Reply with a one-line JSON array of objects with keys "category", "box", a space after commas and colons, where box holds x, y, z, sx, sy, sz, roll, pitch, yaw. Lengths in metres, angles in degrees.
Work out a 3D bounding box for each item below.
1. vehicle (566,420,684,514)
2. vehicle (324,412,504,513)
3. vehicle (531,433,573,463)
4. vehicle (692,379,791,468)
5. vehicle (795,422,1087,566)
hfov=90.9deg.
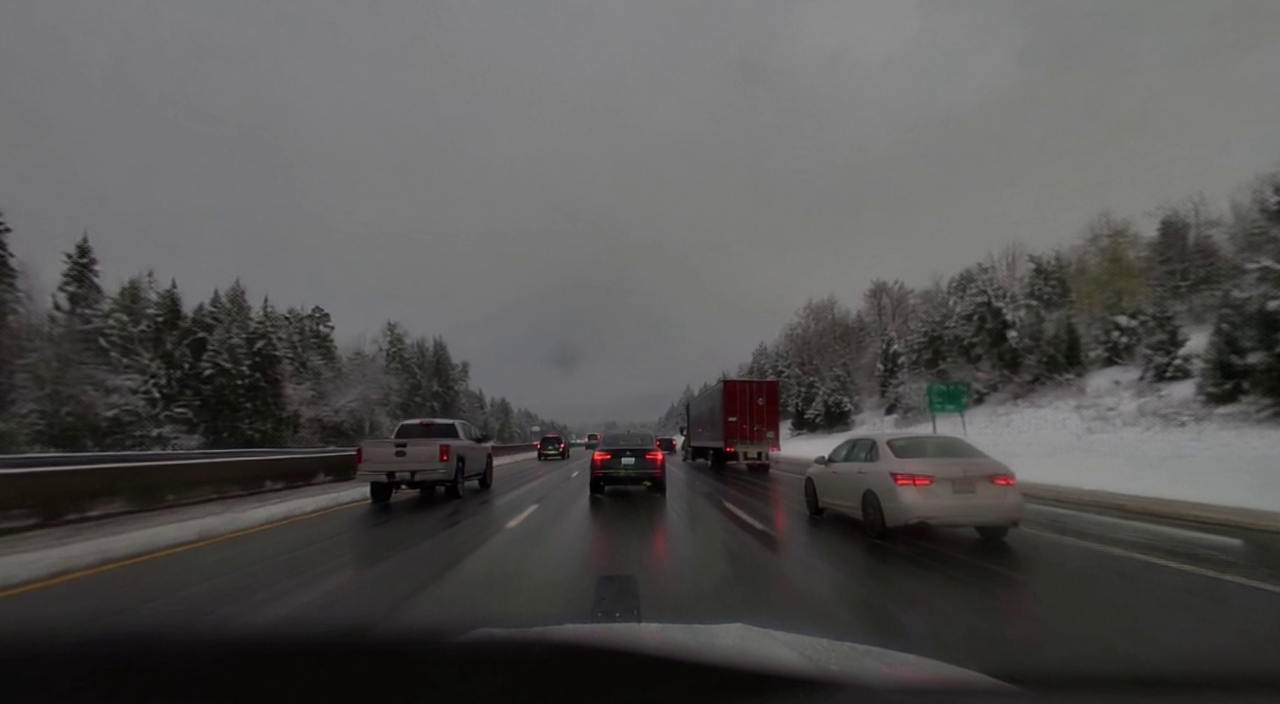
[{"category": "vehicle", "box": [-0.293, 2.296, 13.076, 2.083, 1.647, 3.799, 0, -8, -1]}, {"category": "vehicle", "box": [-4.515, 2.274, 13.531, 2.101, 1.767, 4.702, 0, -8, 0]}, {"category": "vehicle", "box": [-5.169, 5.689, 37.542, 1.971, 1.648, 3.983, 0, -8, -1]}, {"category": "vehicle", "box": [5.286, 4.260, 36.311, 2.888, 4.135, 14.071, 0, -8, -2]}, {"category": "vehicle", "box": [3.634, 1.754, 8.597, 1.951, 1.477, 3.963, 0, -8, -1]}]
